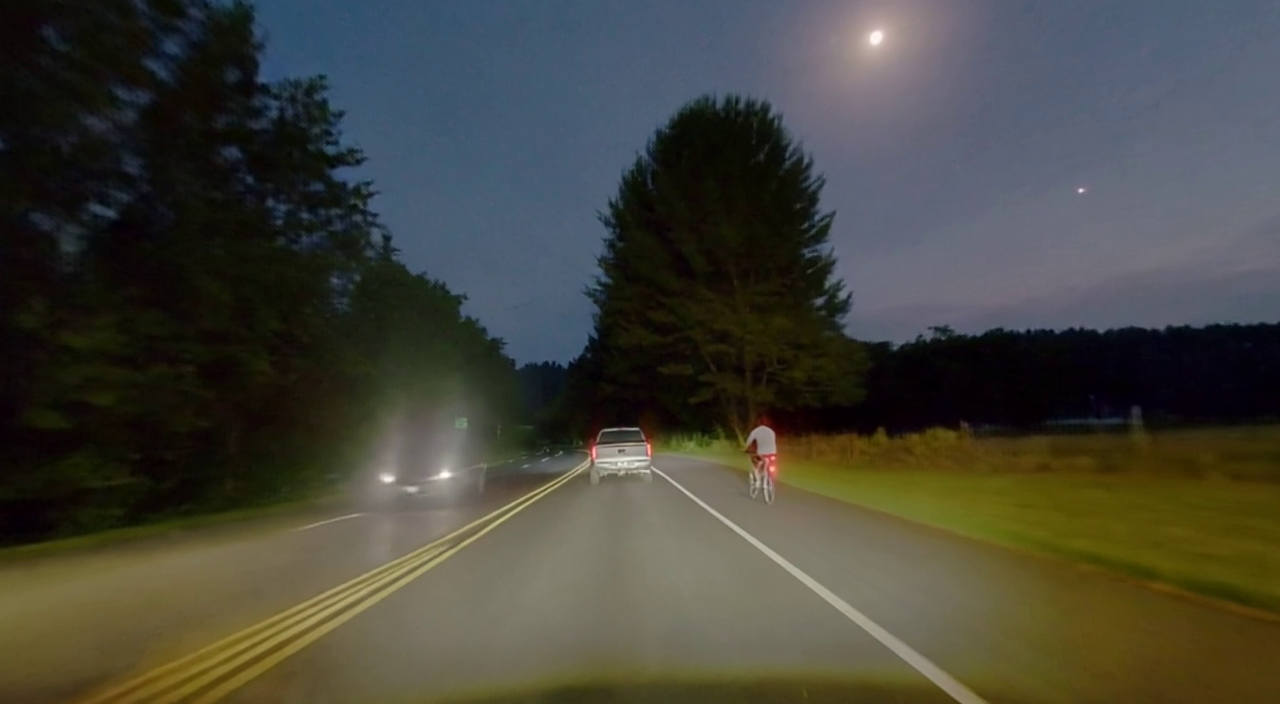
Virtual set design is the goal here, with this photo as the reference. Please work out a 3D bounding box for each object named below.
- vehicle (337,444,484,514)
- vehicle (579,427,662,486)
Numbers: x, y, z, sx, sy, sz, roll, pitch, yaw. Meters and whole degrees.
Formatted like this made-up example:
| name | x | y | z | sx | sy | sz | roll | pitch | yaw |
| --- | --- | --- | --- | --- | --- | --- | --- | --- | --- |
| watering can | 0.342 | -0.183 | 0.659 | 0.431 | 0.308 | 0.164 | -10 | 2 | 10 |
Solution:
| name | x | y | z | sx | sy | sz | roll | pitch | yaw |
| --- | --- | --- | --- | --- | --- | --- | --- | --- | --- |
| vehicle | -5.657 | 3.161 | 16.356 | 2.118 | 1.513 | 4.602 | -1 | -8 | 0 |
| vehicle | -0.737 | 3.691 | 22.663 | 2.631 | 1.798 | 5.331 | 0 | -8 | -2 |
